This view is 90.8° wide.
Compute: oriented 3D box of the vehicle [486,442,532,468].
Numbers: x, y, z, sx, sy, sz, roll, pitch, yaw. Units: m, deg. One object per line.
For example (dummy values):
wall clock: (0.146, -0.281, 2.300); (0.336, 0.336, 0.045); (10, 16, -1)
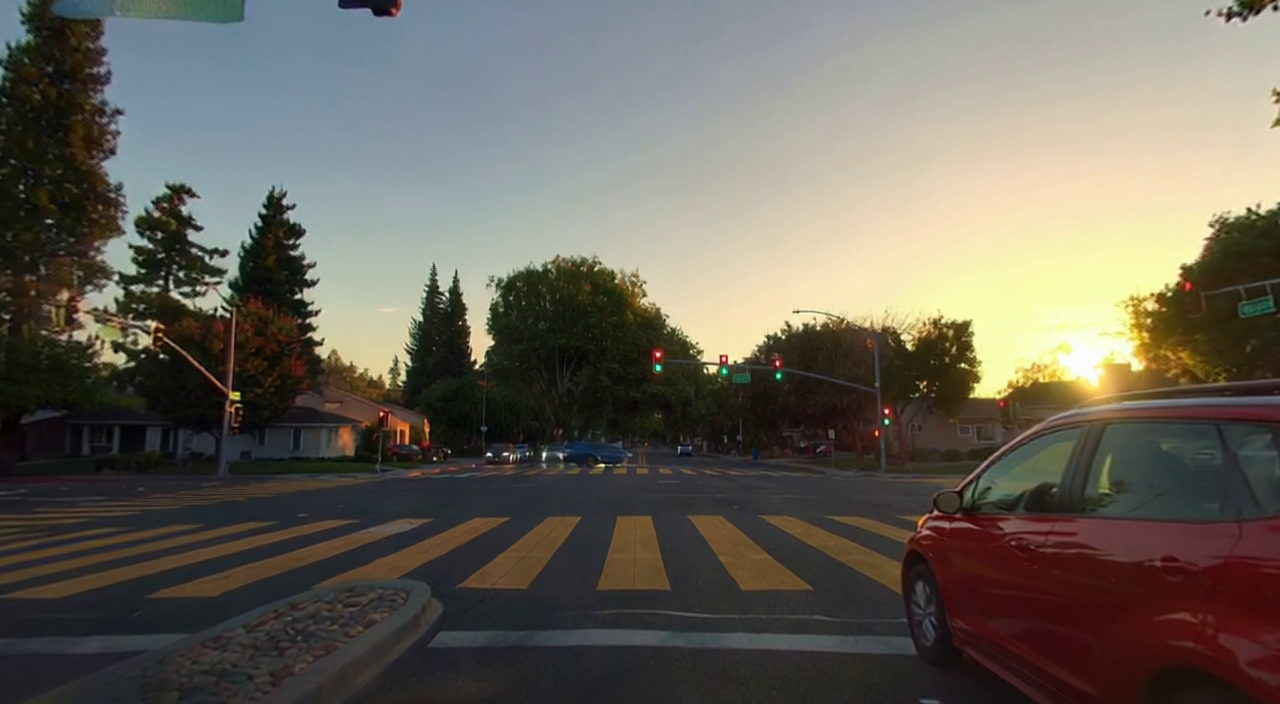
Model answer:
vehicle: (-8.938, 7.070, 43.545); (2.028, 1.654, 5.027); (0, -9, 1)

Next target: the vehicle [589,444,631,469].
vehicle: (-1.904, 6.450, 39.184); (2.046, 1.491, 4.118); (2, -9, -10)

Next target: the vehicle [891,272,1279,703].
vehicle: (2.716, 0.711, 1.698); (2.085, 1.800, 4.908); (0, -9, 1)

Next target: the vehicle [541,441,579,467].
vehicle: (-5.527, 7.112, 44.309); (2.091, 1.707, 4.157); (0, -9, 0)
